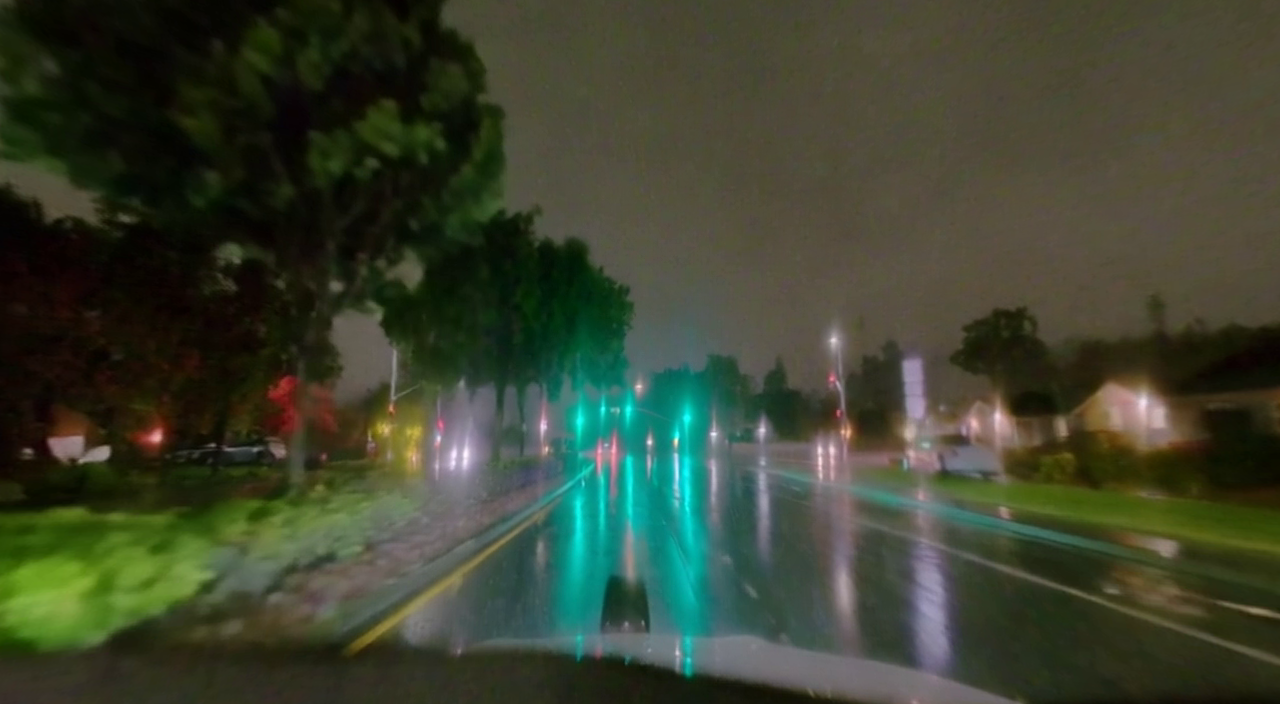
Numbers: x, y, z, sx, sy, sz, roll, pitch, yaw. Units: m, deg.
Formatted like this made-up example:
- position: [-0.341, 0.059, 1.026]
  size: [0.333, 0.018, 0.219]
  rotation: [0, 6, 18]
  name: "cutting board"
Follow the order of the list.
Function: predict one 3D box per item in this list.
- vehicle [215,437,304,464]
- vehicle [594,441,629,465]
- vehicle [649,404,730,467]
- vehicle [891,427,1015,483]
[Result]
- position: [-24.355, 6.337, 40.516]
  size: [4.348, 1.653, 1.948]
  rotation: [2, -9, -11]
  name: "vehicle"
- position: [-1.911, 6.614, 41.338]
  size: [2.113, 1.462, 4.203]
  rotation: [1, -9, -4]
  name: "vehicle"
- position: [2.723, 5.338, 39.609]
  size: [3.037, 3.261, 12.926]
  rotation: [1, -9, -5]
  name: "vehicle"
- position: [11.299, 3.767, 23.261]
  size: [2.145, 1.795, 4.992]
  rotation: [0, -9, 2]
  name: "vehicle"
